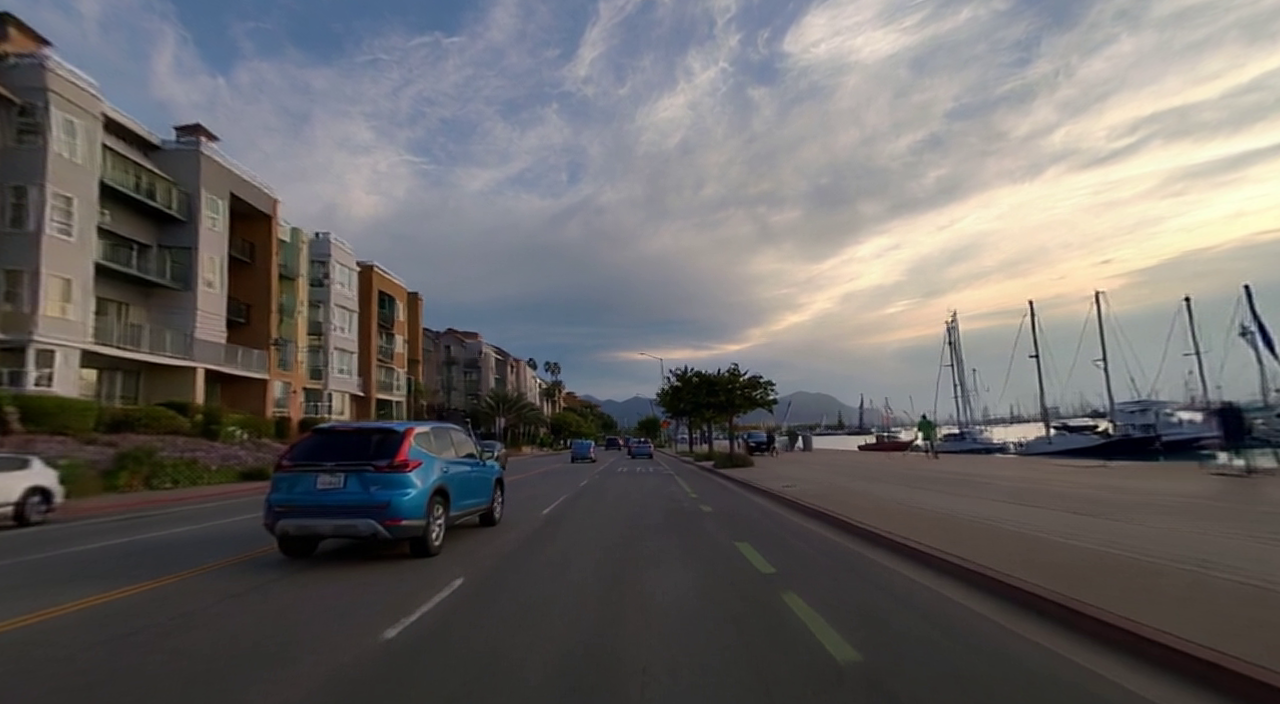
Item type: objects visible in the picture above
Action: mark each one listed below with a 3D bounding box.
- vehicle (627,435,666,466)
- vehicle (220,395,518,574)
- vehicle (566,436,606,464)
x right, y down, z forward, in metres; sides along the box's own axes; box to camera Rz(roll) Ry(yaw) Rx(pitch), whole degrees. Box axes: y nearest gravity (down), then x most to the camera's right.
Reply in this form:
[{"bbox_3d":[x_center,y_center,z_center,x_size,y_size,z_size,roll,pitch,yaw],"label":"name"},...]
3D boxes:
[{"bbox_3d":[0.338,5.519,35.376,2.057,1.624,3.726,-1,-9,0],"label":"vehicle"},{"bbox_3d":[-3.259,1.719,8.925,2.082,1.817,4.724,-1,-9,0],"label":"vehicle"},{"bbox_3d":[-3.338,6.190,39.894,2.056,1.680,4.205,-1,-8,1],"label":"vehicle"}]
